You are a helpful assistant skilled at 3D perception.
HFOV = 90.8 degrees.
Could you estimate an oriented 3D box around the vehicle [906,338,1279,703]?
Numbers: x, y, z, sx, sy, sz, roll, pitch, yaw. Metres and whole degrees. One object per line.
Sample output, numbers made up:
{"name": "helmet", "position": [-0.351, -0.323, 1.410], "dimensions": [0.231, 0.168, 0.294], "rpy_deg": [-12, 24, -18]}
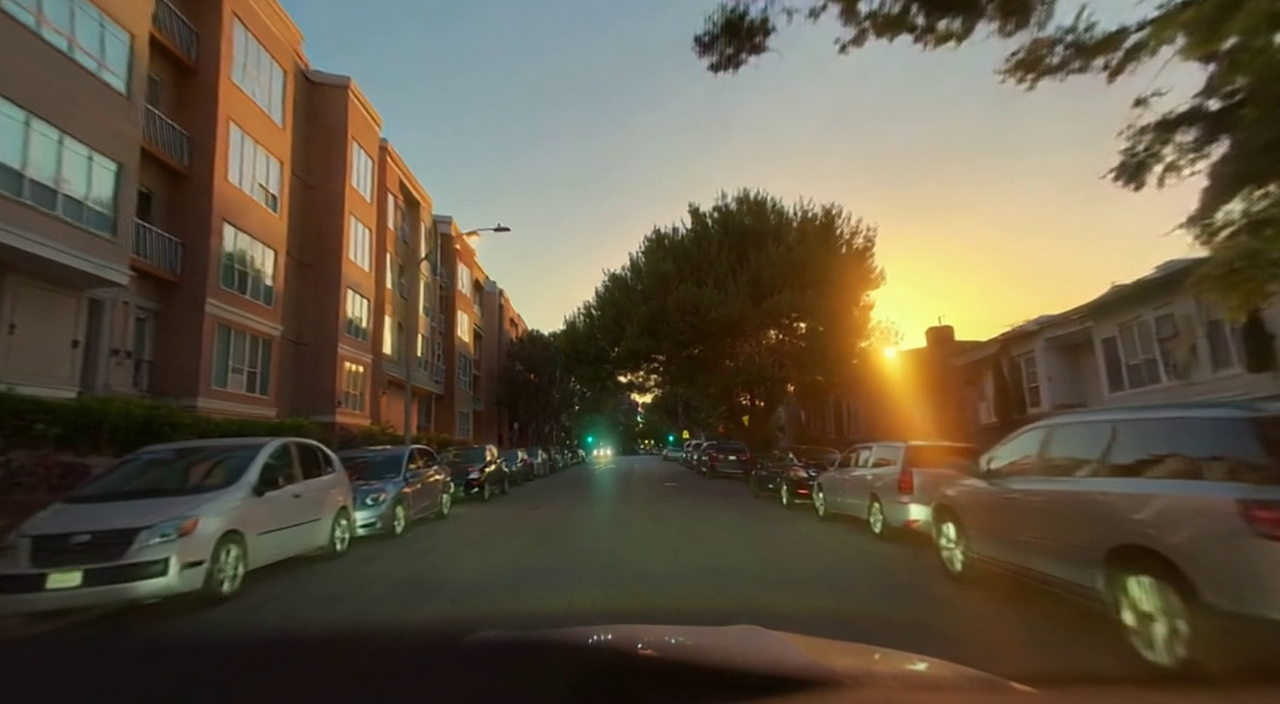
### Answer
{"name": "vehicle", "position": [3.903, 1.154, 4.820], "dimensions": [1.911, 1.835, 4.599], "rpy_deg": [-1, -8, 3]}

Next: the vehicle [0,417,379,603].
{"name": "vehicle", "position": [-5.087, 1.695, 7.695], "dimensions": [2.274, 1.679, 3.639], "rpy_deg": [0, -8, -1]}

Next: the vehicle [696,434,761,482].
{"name": "vehicle", "position": [3.571, 4.384, 26.489], "dimensions": [1.912, 1.781, 5.159], "rpy_deg": [0, -8, -1]}
